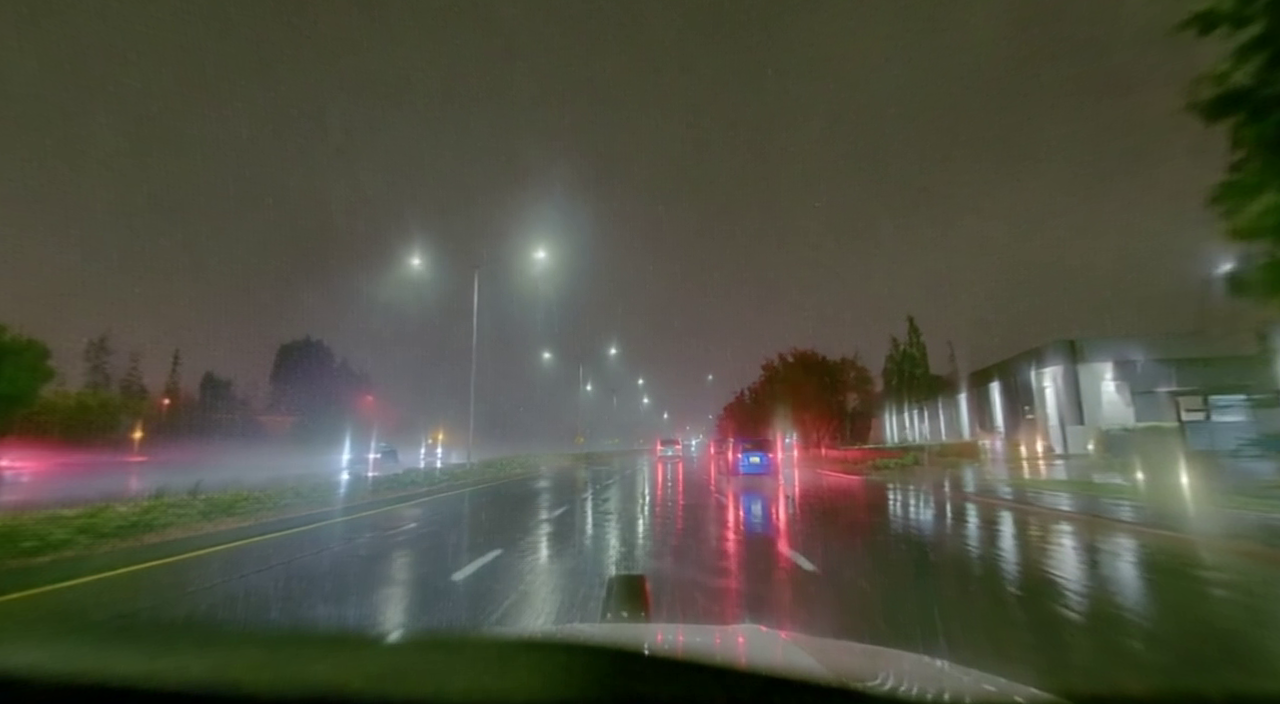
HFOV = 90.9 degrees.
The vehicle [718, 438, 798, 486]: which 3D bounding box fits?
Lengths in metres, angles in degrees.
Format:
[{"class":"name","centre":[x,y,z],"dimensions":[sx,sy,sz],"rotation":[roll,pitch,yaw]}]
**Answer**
[{"class":"vehicle","centre":[4.025,3.816,22.291],"dimensions":[1.981,1.499,4.536],"rotation":[0,-8,0]}]

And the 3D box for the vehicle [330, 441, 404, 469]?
[{"class":"vehicle","centre":[-15.471,5.844,36.022],"dimensions":[2.055,1.495,4.772],"rotation":[0,-8,0]}]

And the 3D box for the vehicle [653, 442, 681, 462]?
[{"class":"vehicle","centre":[2.166,7.902,49.835],"dimensions":[2.059,1.477,3.988],"rotation":[-1,-8,5]}]
